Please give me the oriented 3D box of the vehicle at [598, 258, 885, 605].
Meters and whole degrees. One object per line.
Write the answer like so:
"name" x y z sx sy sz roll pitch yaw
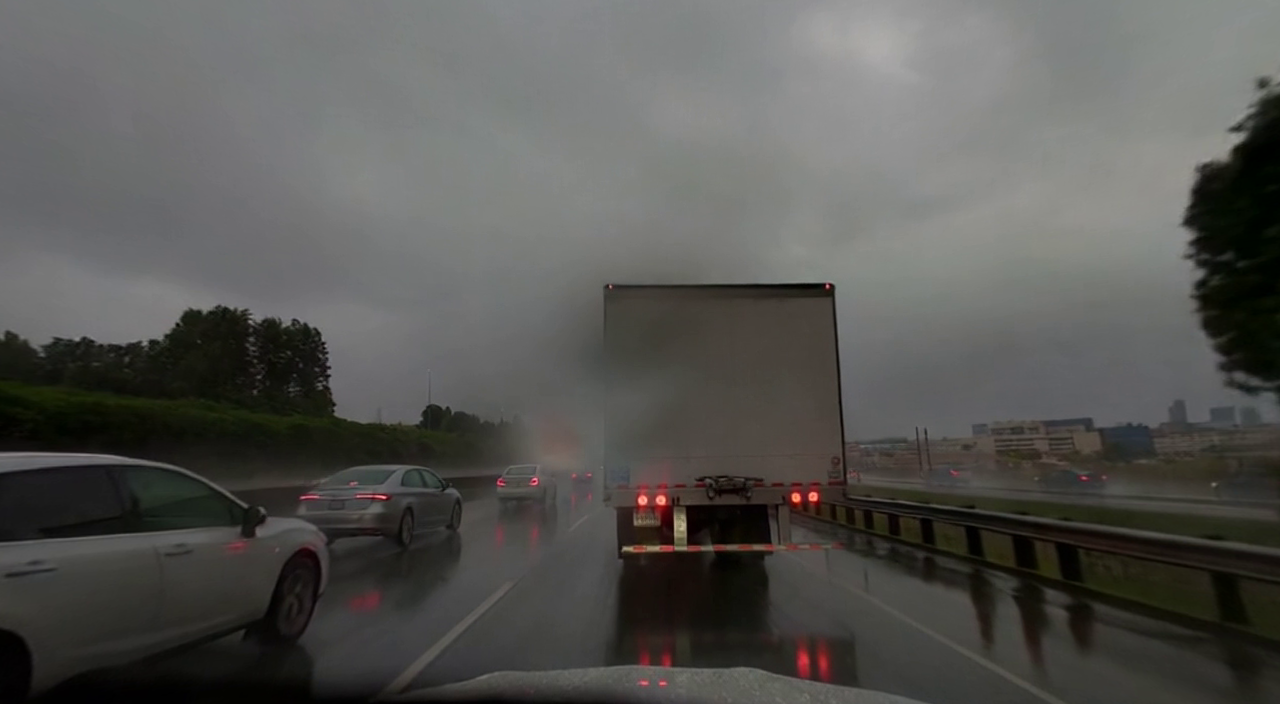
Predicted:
"vehicle" 0.922 1.537 10.779 2.831 3.529 8.689 1 -11 -1

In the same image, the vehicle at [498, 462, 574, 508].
"vehicle" -3.743 4.885 23.439 1.964 1.482 4.371 0 -11 1

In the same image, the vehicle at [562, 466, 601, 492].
"vehicle" -3.439 7.535 37.552 1.867 1.418 3.670 0 -11 2

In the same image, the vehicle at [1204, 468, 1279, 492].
"vehicle" 39.717 8.371 41.141 3.974 1.485 1.709 0 -11 1

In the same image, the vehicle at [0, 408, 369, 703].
"vehicle" -3.494 1.133 3.302 1.983 1.509 4.679 0 -11 1

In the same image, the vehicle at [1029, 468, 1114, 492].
"vehicle" 29.028 8.614 42.545 4.299 1.465 1.807 -3 -11 17

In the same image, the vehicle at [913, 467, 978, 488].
"vehicle" 22.786 9.320 46.947 4.107 1.485 1.796 -6 -12 30
